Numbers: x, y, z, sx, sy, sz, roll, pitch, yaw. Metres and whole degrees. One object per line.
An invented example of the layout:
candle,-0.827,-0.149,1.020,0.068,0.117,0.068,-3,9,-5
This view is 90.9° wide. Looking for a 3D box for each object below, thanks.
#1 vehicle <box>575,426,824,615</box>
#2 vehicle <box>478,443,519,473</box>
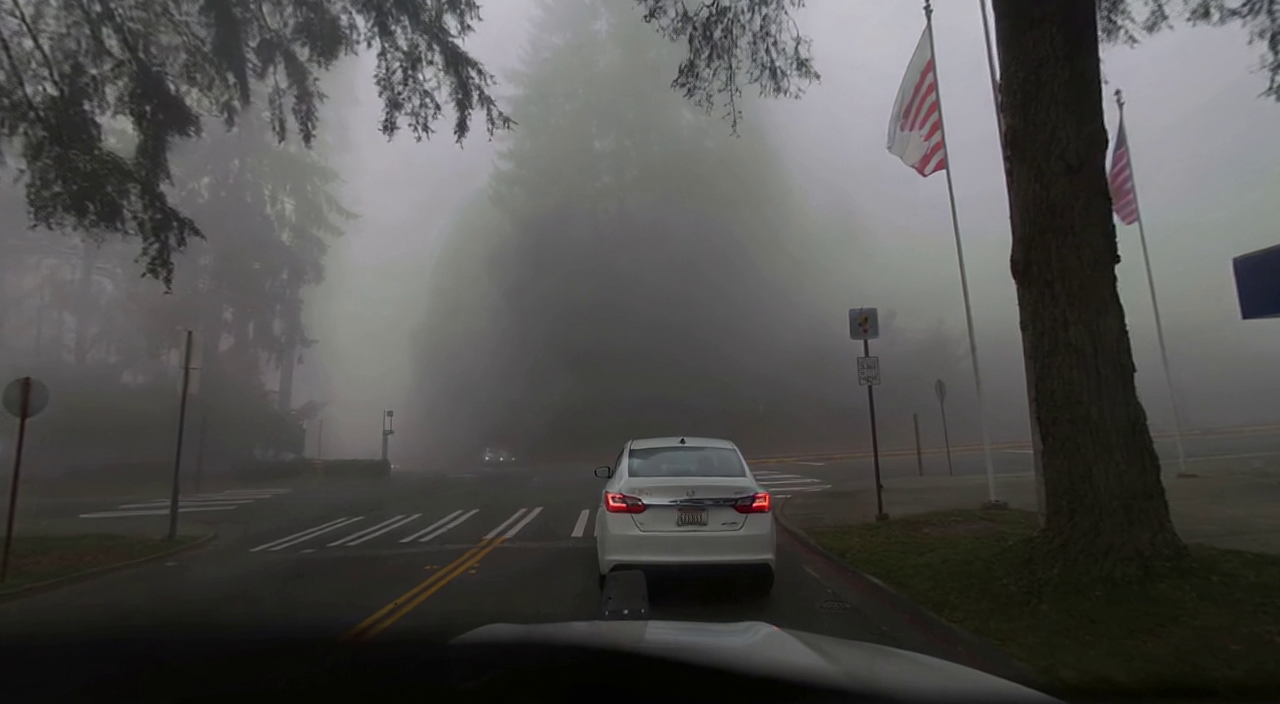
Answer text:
vehicle,0.385,1.624,6.905,1.985,1.463,3.647,0,-9,-3
vehicle,-9.985,7.493,44.750,2.212,1.948,4.537,0,-9,-5
